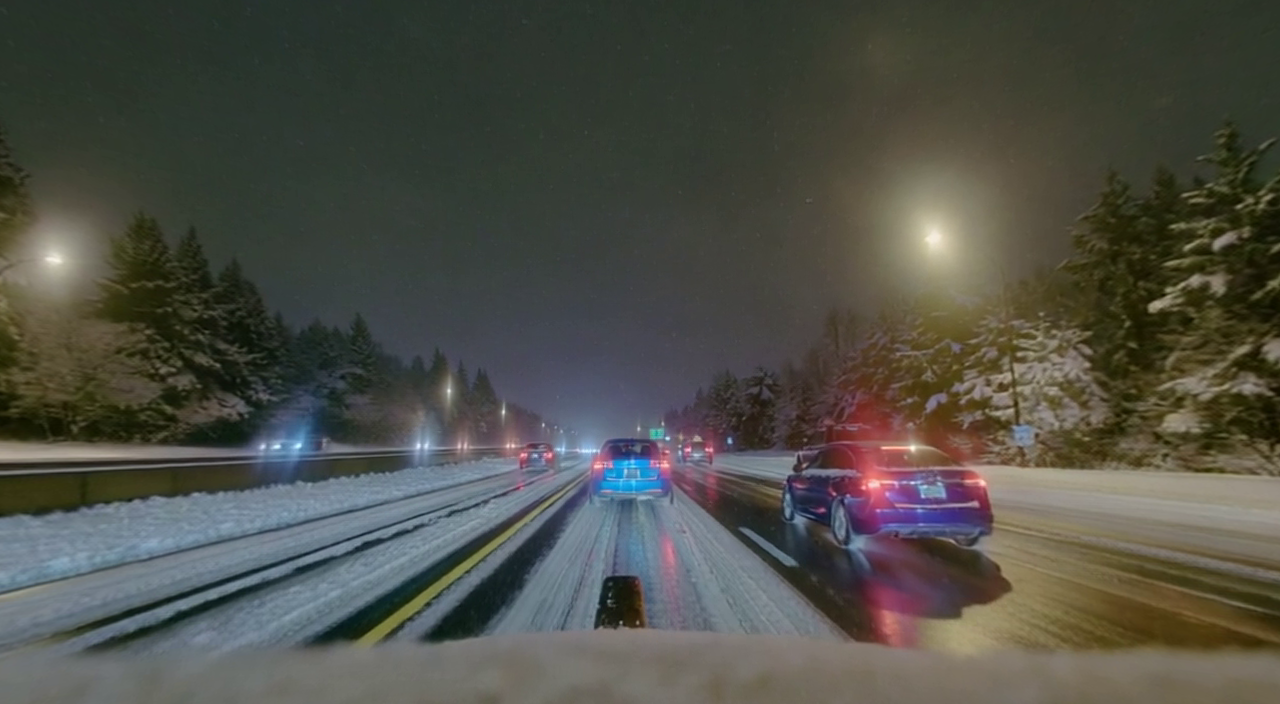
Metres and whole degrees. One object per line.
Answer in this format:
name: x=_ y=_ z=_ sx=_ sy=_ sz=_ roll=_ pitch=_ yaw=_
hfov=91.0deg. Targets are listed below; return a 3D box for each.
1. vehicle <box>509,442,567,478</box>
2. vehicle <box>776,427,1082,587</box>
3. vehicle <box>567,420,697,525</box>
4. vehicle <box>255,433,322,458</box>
vehicle: x=-4.611 y=4.951 z=29.167 sx=2.023 sy=1.497 sz=4.526 roll=1 pitch=-9 yaw=-1
vehicle: x=3.301 y=1.843 z=8.336 sx=1.975 sy=1.532 sz=4.227 roll=1 pitch=-9 yaw=-1
vehicle: x=-0.153 y=2.330 z=12.629 sx=2.181 sy=1.728 sz=3.970 roll=0 pitch=-9 yaw=-1
vehicle: x=-23.037 y=6.156 z=41.481 sx=1.957 sy=1.528 sz=4.430 roll=1 pitch=-9 yaw=-2
